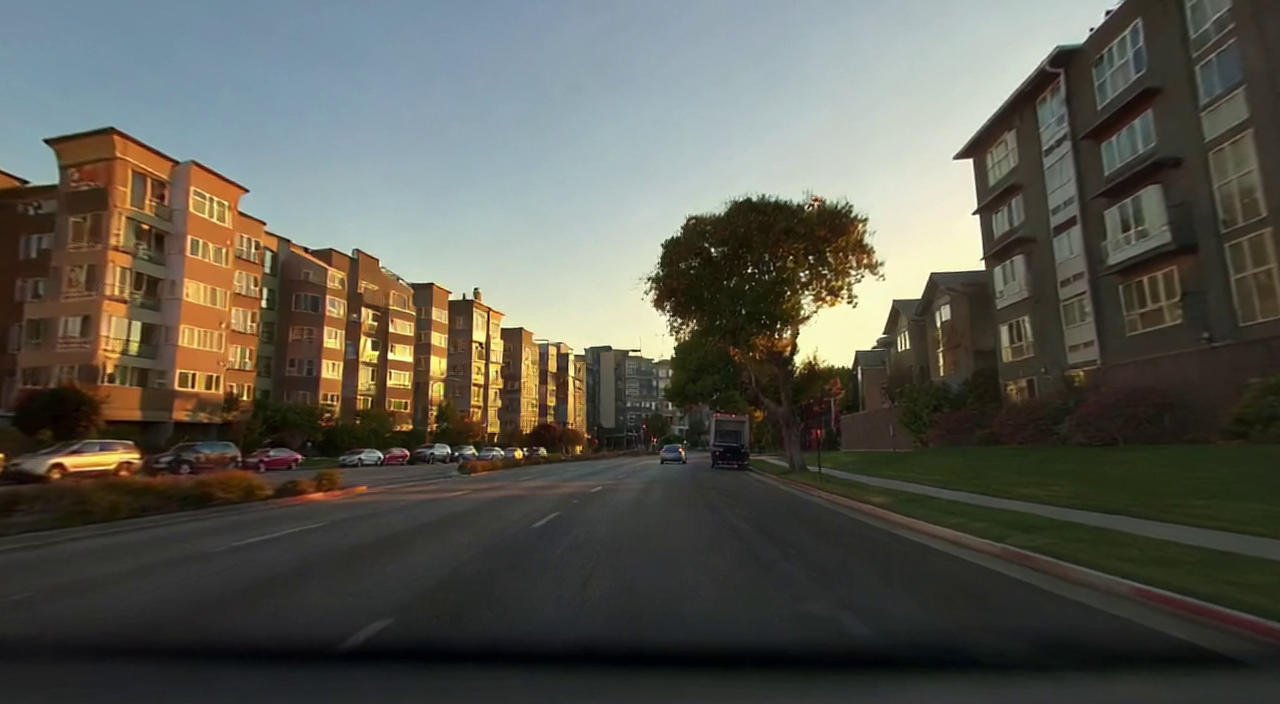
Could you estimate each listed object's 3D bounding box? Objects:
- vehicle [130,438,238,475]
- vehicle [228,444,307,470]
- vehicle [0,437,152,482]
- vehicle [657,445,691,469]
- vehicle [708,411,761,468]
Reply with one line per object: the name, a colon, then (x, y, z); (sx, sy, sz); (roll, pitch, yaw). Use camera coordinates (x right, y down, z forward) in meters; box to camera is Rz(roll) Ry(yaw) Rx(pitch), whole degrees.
vehicle: (-24.194, 5.532, 33.717); (2.040, 1.765, 4.635); (-2, -8, 6)
vehicle: (-23.814, 6.717, 40.519); (1.900, 1.454, 4.757); (-3, -8, 5)
vehicle: (-24.713, 4.645, 27.631); (2.213, 1.750, 5.149); (-1, -8, 4)
vehicle: (2.122, 6.375, 38.629); (1.871, 1.370, 4.206); (-1, -8, 6)
vehicle: (5.949, 5.741, 41.118); (2.945, 3.277, 8.473); (-1, -8, 6)
